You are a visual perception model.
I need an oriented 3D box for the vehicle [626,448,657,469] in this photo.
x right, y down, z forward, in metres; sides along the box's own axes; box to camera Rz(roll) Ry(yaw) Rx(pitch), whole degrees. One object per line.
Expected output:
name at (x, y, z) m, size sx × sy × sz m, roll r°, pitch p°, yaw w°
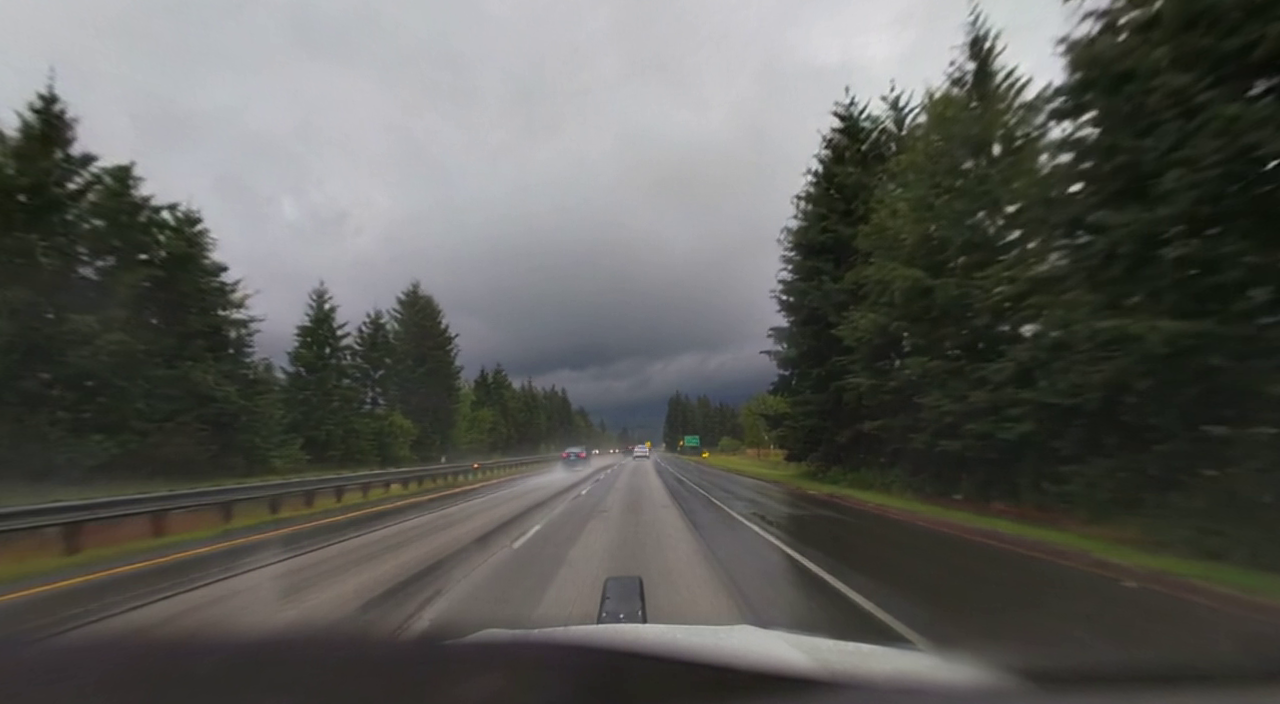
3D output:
vehicle at (0.094, 7.602, 45.200) m, size 2.046 × 1.452 × 4.407 m, roll 0°, pitch -9°, yaw 0°

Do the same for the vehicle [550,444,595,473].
vehicle at (-3.953, 6.345, 37.719) m, size 2.182 × 1.629 × 4.263 m, roll 0°, pitch -9°, yaw 0°
